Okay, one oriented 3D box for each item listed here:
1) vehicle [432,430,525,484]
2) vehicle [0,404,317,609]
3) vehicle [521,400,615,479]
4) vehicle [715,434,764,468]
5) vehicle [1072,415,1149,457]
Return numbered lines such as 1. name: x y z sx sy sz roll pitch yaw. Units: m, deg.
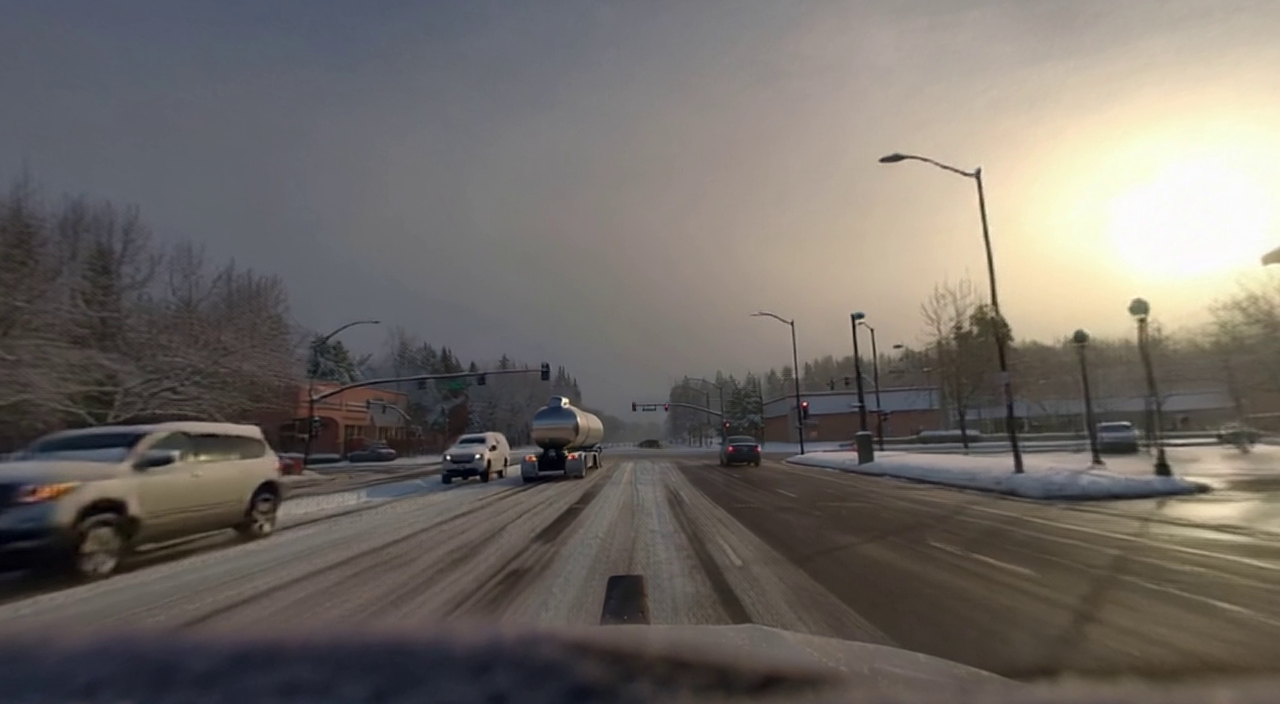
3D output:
1. vehicle: -6.508 4.316 26.259 2.375 1.989 5.497 0 -8 1
2. vehicle: -6.369 1.676 7.816 2.179 1.750 4.621 0 -8 1
3. vehicle: -3.071 4.456 31.713 2.841 3.004 14.901 0 -8 1
4. vehicle: 5.997 6.055 38.699 2.093 1.926 4.749 0 -8 -2
5. vehicle: 23.326 4.184 31.117 2.380 1.890 5.620 -8 -11 41
